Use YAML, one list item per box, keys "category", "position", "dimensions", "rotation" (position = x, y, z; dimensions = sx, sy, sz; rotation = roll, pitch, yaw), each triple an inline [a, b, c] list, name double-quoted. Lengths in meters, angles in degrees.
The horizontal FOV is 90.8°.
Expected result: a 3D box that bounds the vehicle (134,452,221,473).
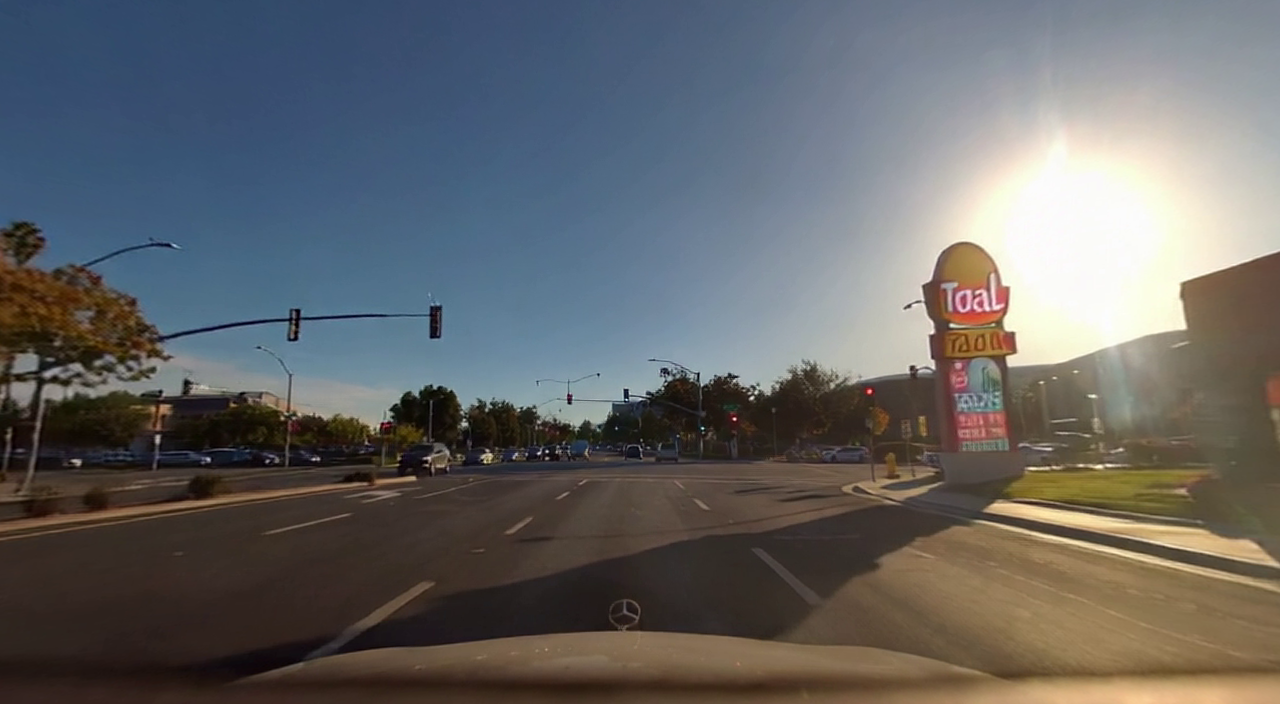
- category: "vehicle"
  position: [-33.380, 7.955, 45.674]
  dimensions: [4.758, 1.462, 1.932]
  rotation: [0, -9, 2]
